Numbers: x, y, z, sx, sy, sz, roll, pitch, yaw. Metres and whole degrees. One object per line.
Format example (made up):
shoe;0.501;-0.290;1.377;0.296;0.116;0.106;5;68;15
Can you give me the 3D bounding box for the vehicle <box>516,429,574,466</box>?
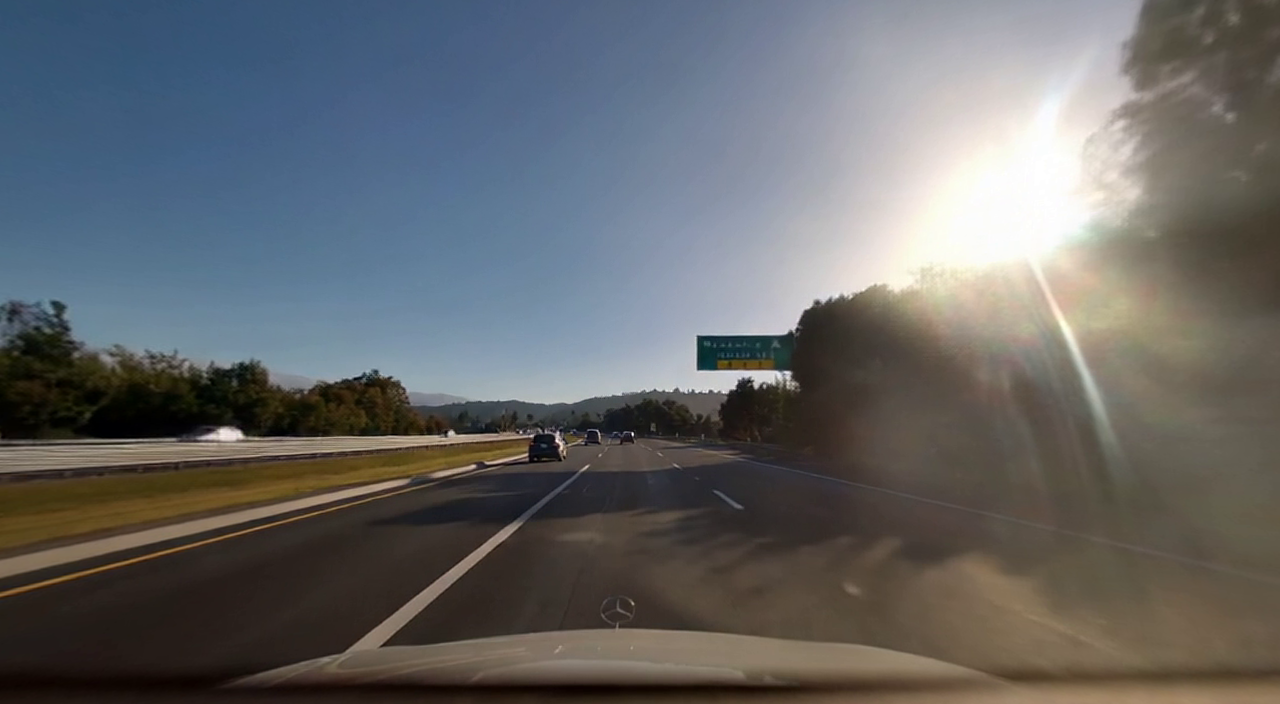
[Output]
vehicle;-4.248;4.341;28.933;2.062;1.591;4.156;0;-8;-1
